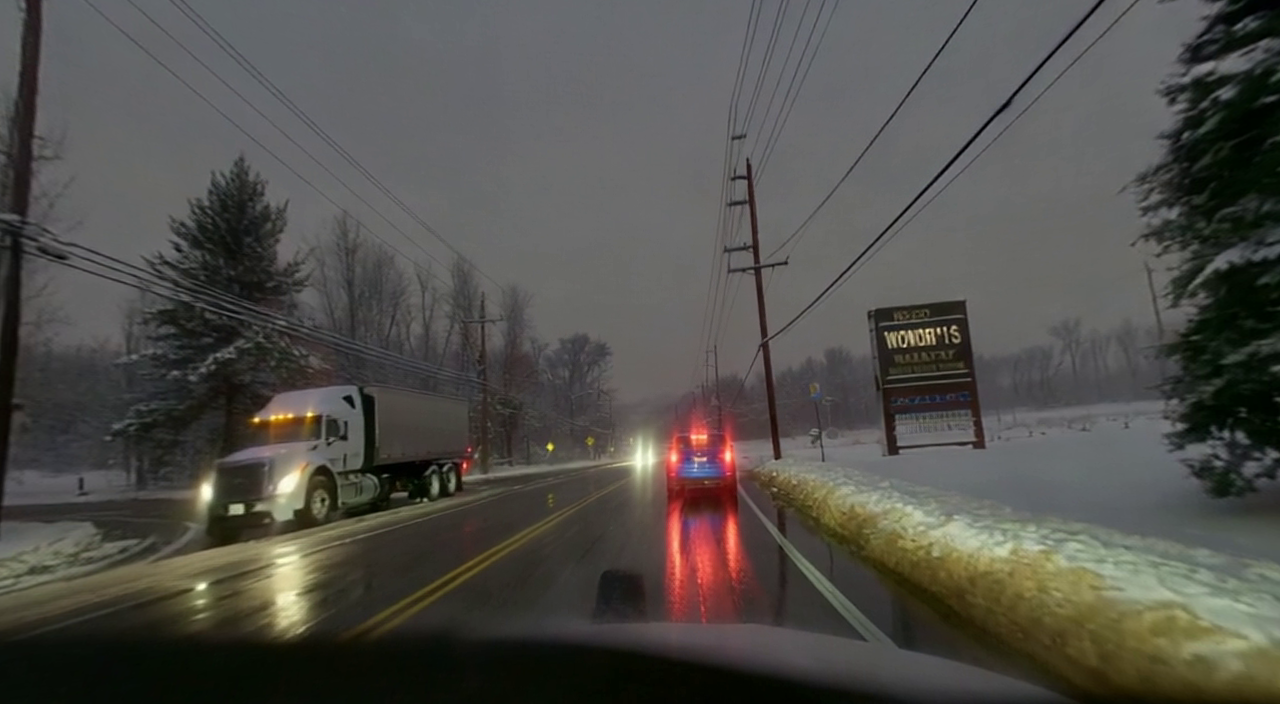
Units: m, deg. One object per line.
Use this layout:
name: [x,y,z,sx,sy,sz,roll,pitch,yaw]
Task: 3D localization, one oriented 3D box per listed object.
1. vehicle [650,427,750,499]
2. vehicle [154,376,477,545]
vehicle: [1.403,2.617,15.171,2.081,1.503,3.726,-1,-8,5]
vehicle: [-7.632,2.520,16.456,3.395,3.071,7.634,-8,-6,10]
